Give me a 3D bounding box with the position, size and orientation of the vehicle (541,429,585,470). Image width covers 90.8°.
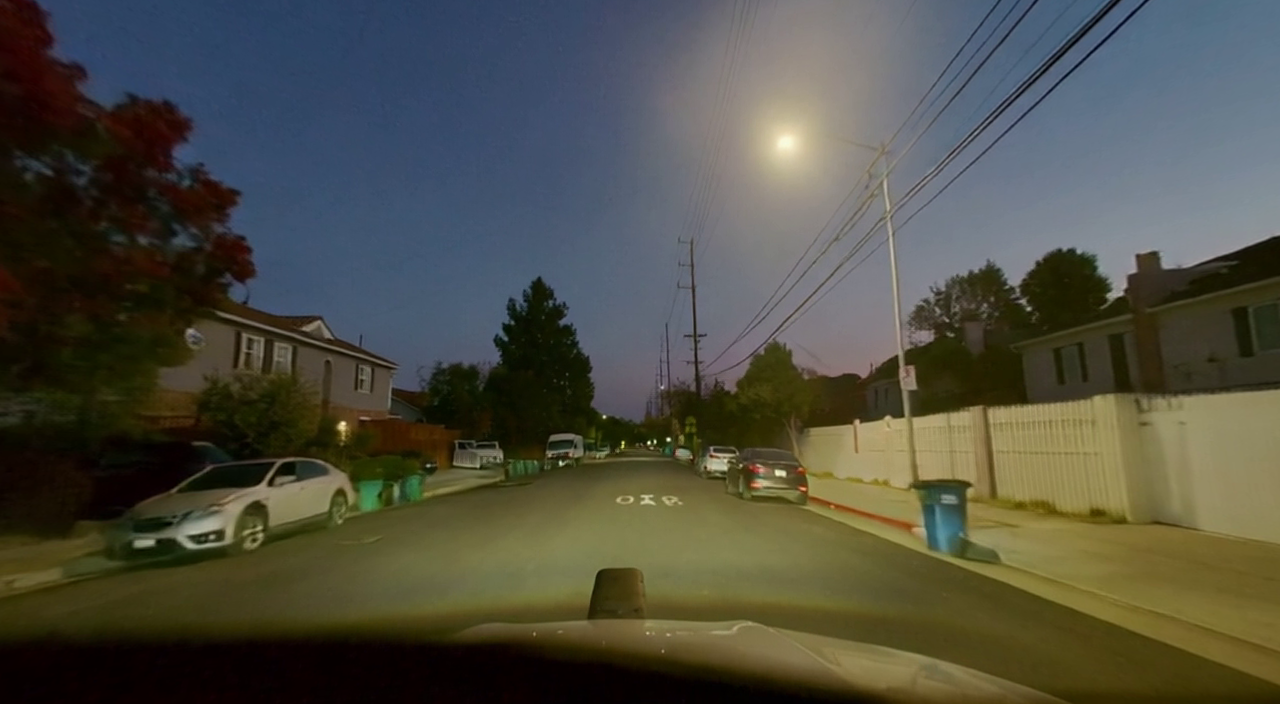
[{"bbox_3d":[-5.864,7.488,48.674,2.313,2.875,6.057,-3,-9,2],"label":"vehicle"}]

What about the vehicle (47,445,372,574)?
[{"bbox_3d":[-6.595,2.395,10.558,2.062,1.500,4.629,-3,-8,3],"label":"vehicle"}]

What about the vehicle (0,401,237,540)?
[{"bbox_3d":[-11.228,2.116,11.591,2.416,2.211,6.384,-2,-9,14],"label":"vehicle"}]

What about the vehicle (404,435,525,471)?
[{"bbox_3d":[-10.551,6.121,38.335,6.540,2.079,2.565,0,-9,1],"label":"vehicle"}]

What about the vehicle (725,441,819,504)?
[{"bbox_3d":[3.473,3.236,17.419,1.903,1.500,4.057,0,-9,3],"label":"vehicle"}]
